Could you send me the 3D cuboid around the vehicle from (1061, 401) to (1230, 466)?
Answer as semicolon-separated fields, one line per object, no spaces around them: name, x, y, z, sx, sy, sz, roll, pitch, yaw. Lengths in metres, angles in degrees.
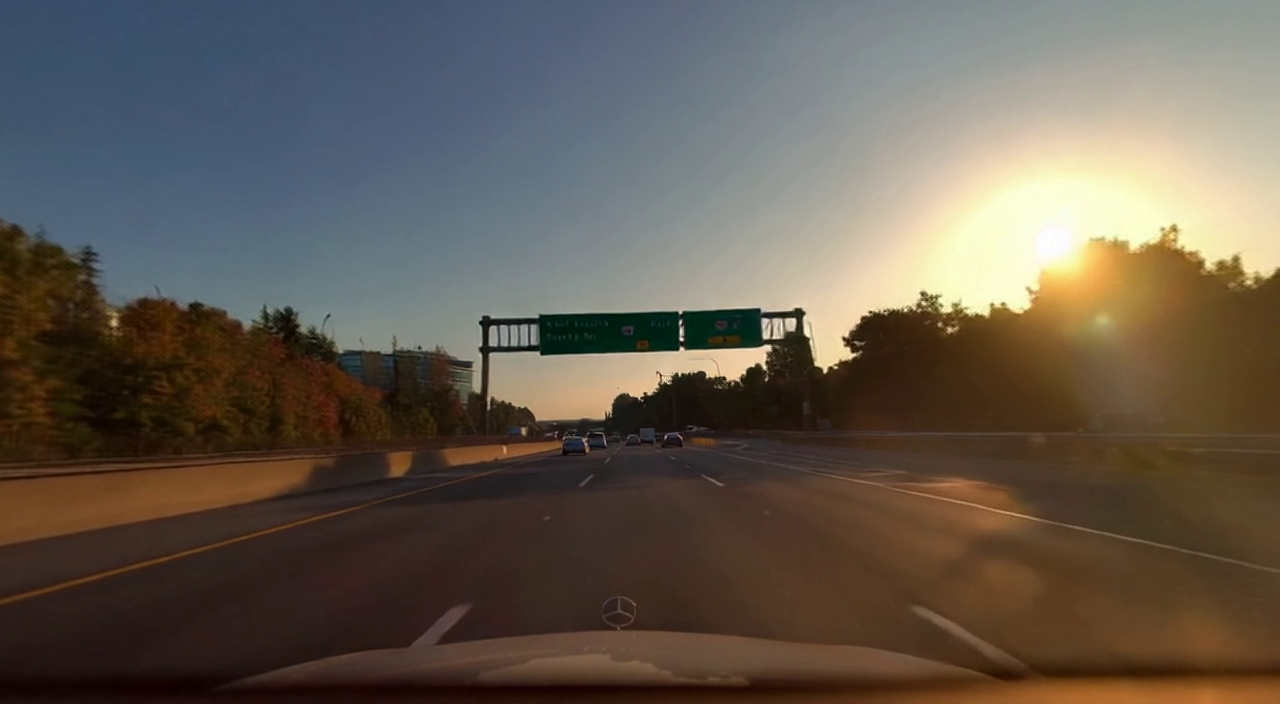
vehicle;21.779;3.608;27.670;2.232;2.540;6.015;0;-8;-1

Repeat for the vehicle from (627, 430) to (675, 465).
vehicle;0.446;4.545;30.064;2.086;1.554;3.875;0;-8;-2

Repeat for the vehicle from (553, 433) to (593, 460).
vehicle;-3.963;5.678;37.982;2.014;1.471;4.380;0;-8;-1
